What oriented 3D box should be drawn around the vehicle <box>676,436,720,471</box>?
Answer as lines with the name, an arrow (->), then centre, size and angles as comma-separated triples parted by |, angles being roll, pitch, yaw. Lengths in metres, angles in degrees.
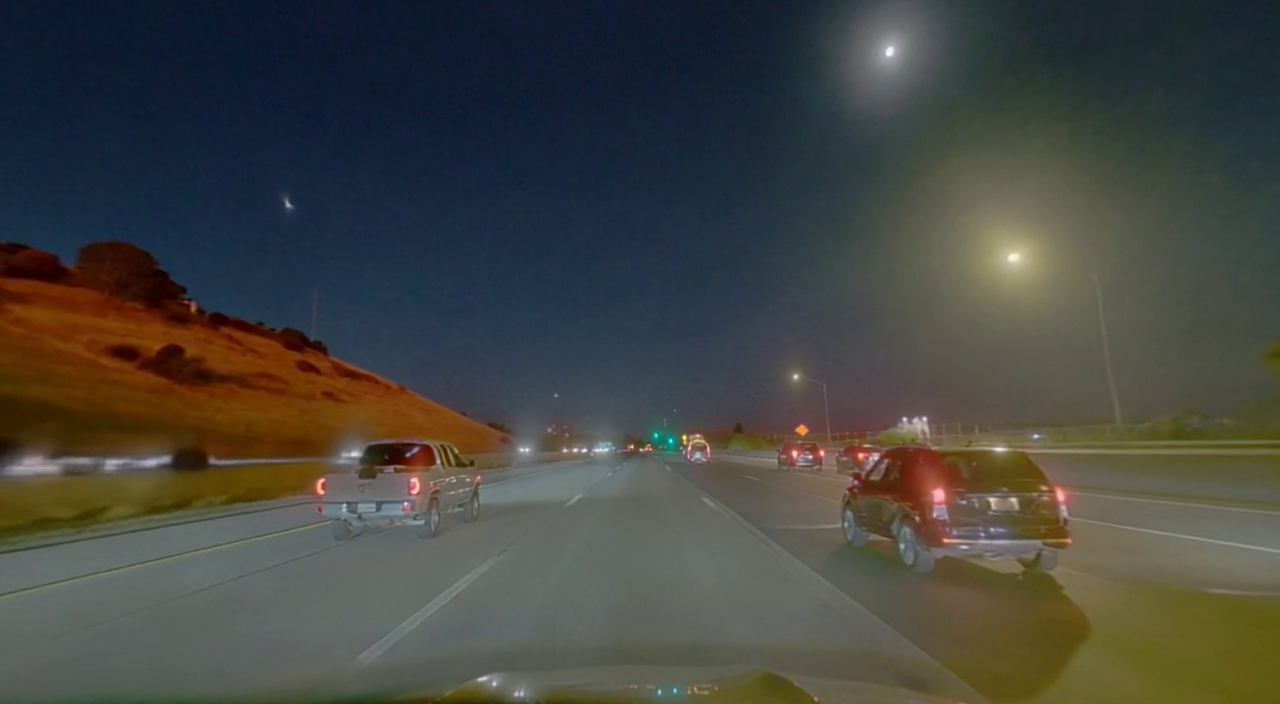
vehicle -> 3.397, 6.083, 37.849 | 2.121, 1.925, 5.056 | 0, -8, 0

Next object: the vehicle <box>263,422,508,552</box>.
vehicle -> -3.799, 2.095, 10.496 | 2.166, 1.672, 4.388 | 0, -8, 1

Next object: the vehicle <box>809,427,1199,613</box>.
vehicle -> 3.516, 1.679, 7.288 | 1.941, 1.481, 4.300 | 0, -8, 0
